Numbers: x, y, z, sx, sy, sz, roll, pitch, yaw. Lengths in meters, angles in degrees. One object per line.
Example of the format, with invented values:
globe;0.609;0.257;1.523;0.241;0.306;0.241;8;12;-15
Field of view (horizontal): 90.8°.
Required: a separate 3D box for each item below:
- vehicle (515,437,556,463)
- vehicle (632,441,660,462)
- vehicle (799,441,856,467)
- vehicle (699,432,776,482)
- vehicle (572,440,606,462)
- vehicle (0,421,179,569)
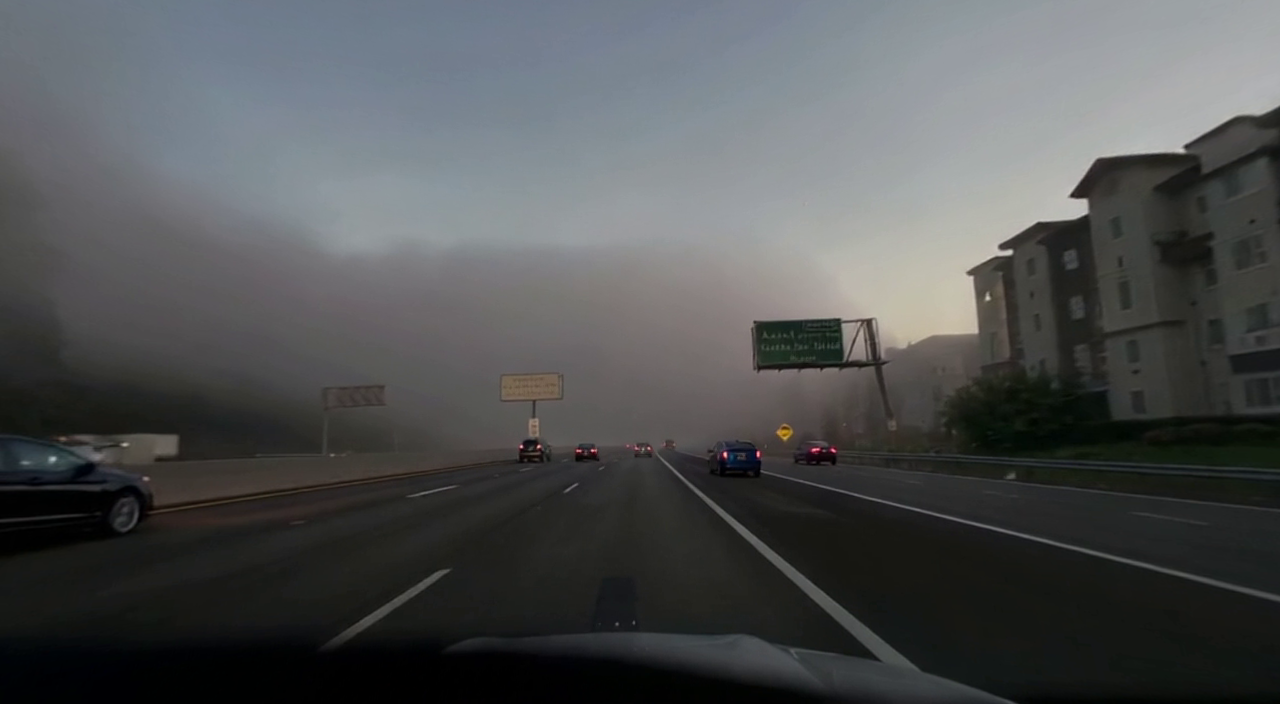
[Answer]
vehicle;-7.272;6.867;44.430;2.057;1.733;4.589;0;-8;1
vehicle;0.435;7.303;46.433;1.992;1.431;4.055;0;-8;0
vehicle;11.038;6.023;37.535;2.061;1.459;4.273;0;-8;-1
vehicle;3.513;3.879;23.619;2.080;1.694;4.286;0;-8;-1
vehicle;-3.541;7.043;44.837;2.002;1.466;4.378;0;-8;0
vehicle;-7.518;1.480;6.594;2.021;1.496;4.495;0;-8;0
